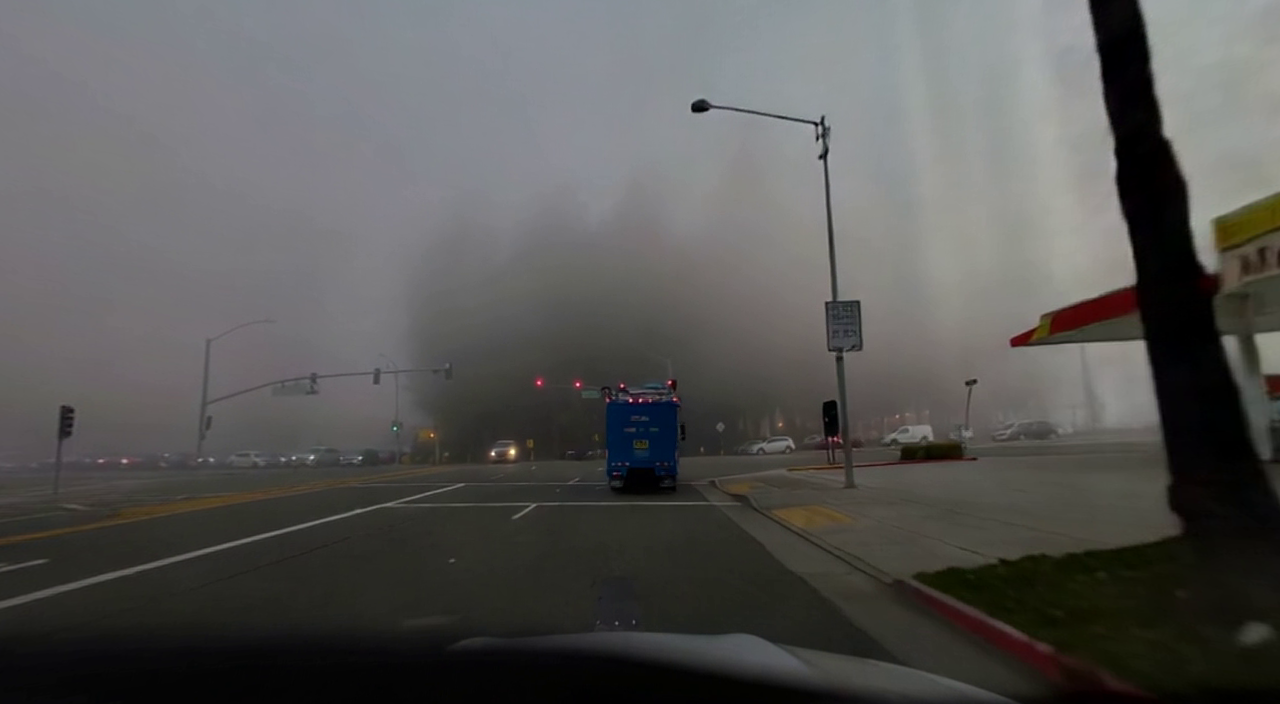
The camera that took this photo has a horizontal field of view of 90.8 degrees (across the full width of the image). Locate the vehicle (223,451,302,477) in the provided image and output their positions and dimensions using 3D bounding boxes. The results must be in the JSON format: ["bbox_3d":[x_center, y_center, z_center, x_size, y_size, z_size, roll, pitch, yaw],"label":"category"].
[{"bbox_3d":[-27.704,8.217,46.463,4.583,1.556,1.893,-3,-7,-1],"label":"vehicle"}]

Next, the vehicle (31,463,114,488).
[{"bbox_3d":[-35.979,7.799,40.161,1.834,1.383,3.707,0,-8,-1],"label":"vehicle"}]

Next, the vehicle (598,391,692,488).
[{"bbox_3d":[0.384,3.091,22.313,2.463,2.954,5.938,-1,-8,9],"label":"vehicle"}]

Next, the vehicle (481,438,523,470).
[{"bbox_3d":[-7.655,5.681,35.380,1.997,1.679,4.263,1,-8,-9],"label":"vehicle"}]

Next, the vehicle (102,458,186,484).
[{"bbox_3d":[-31.240,7.476,39.934,1.766,1.428,4.337,0,-8,0],"label":"vehicle"}]
